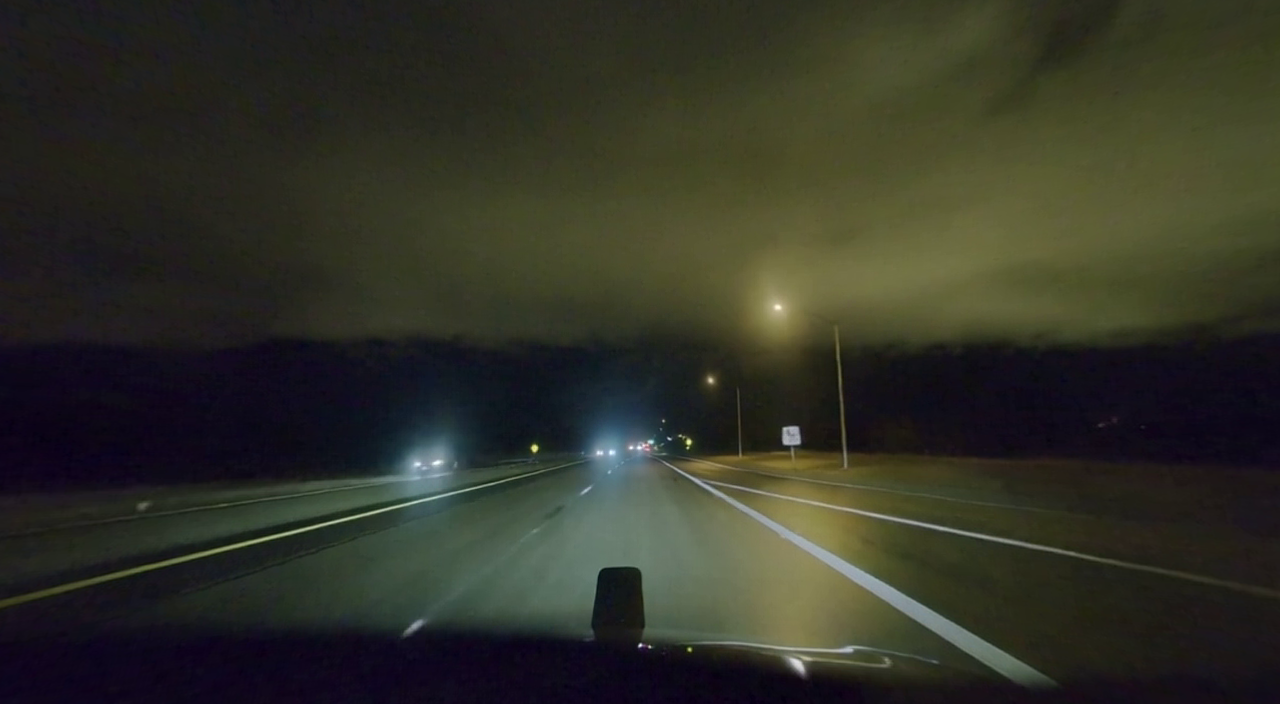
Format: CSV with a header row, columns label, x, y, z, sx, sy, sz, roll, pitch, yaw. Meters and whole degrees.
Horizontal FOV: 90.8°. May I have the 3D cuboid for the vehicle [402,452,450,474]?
label,x,y,z,sx,sy,sz,roll,pitch,yaw
vehicle,-16.086,8.342,47.665,1.879,1.491,4.801,0,-9,1
